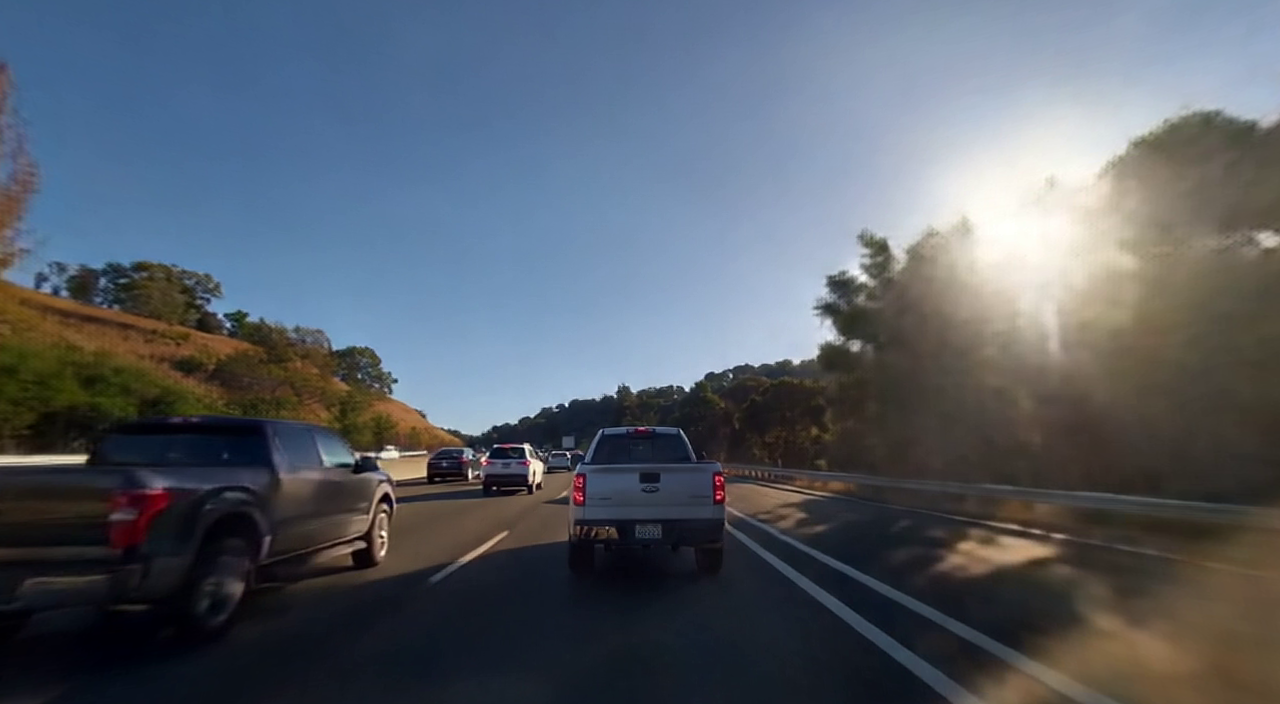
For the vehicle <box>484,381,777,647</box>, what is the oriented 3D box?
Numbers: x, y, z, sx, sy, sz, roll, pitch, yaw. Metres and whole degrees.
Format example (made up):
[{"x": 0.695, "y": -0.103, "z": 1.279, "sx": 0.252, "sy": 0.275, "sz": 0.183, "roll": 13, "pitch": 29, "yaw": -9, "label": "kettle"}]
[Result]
[{"x": -0.097, "y": 1.367, "z": 6.109, "sx": 1.995, "sy": 1.798, "sz": 3.380, "roll": 0, "pitch": -9, "yaw": -1, "label": "vehicle"}]

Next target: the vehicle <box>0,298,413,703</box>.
[{"x": -3.954, "y": 1.140, "z": 5.656, "sx": 2.055, "sy": 2.144, "sz": 4.782, "roll": 0, "pitch": -9, "yaw": 0, "label": "vehicle"}]
